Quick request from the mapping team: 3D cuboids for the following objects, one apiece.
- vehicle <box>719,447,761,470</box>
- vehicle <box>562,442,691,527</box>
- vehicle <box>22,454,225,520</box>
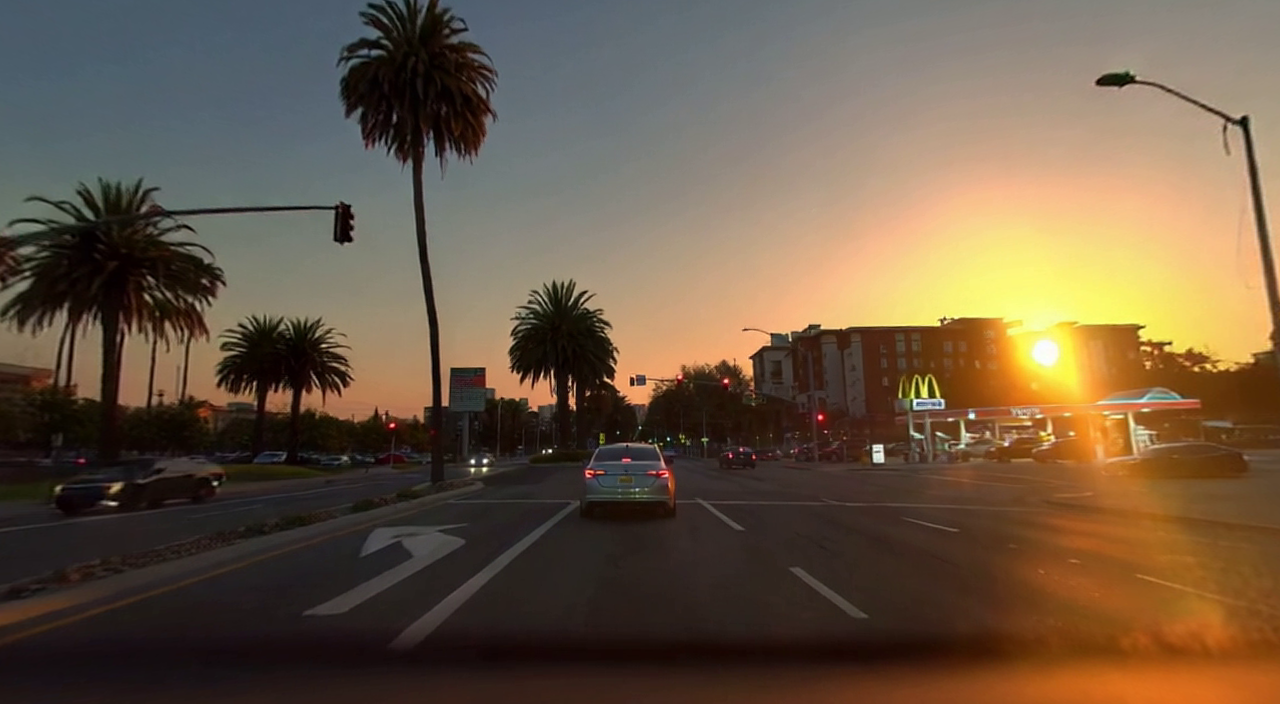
[{"bbox_3d":[6.696,7.164,42.763,2.017,1.491,4.420,0,-8,-1],"label":"vehicle"},{"bbox_3d":[-0.241,2.674,13.475,2.270,1.475,4.571,0,-8,0],"label":"vehicle"},{"bbox_3d":[-15.176,3.943,19.031,2.120,1.629,4.686,0,-8,0],"label":"vehicle"}]
